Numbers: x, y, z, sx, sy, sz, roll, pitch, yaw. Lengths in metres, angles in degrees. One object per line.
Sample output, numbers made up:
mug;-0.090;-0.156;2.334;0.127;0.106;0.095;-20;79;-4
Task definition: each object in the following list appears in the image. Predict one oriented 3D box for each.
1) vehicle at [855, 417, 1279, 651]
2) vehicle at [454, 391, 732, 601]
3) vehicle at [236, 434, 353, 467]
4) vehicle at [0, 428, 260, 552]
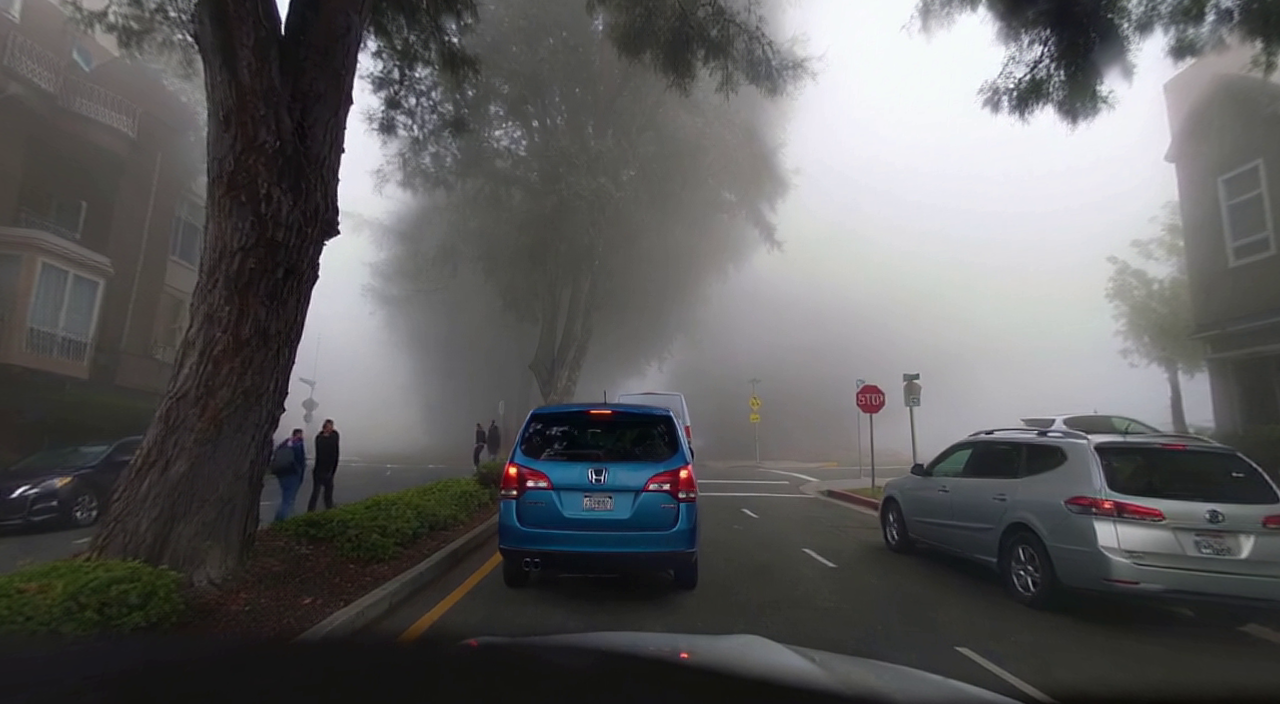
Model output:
vehicle;4.220;1.680;6.910;1.959;1.581;4.731;4;-9;-2
vehicle;-0.412;1.582;7.814;2.377;1.787;4.652;0;-8;0
vehicle;-16.265;4.650;29.781;4.387;1.495;1.811;1;-8;-3
vehicle;-8.290;2.021;10.058;1.825;1.532;4.083;-3;-7;2
